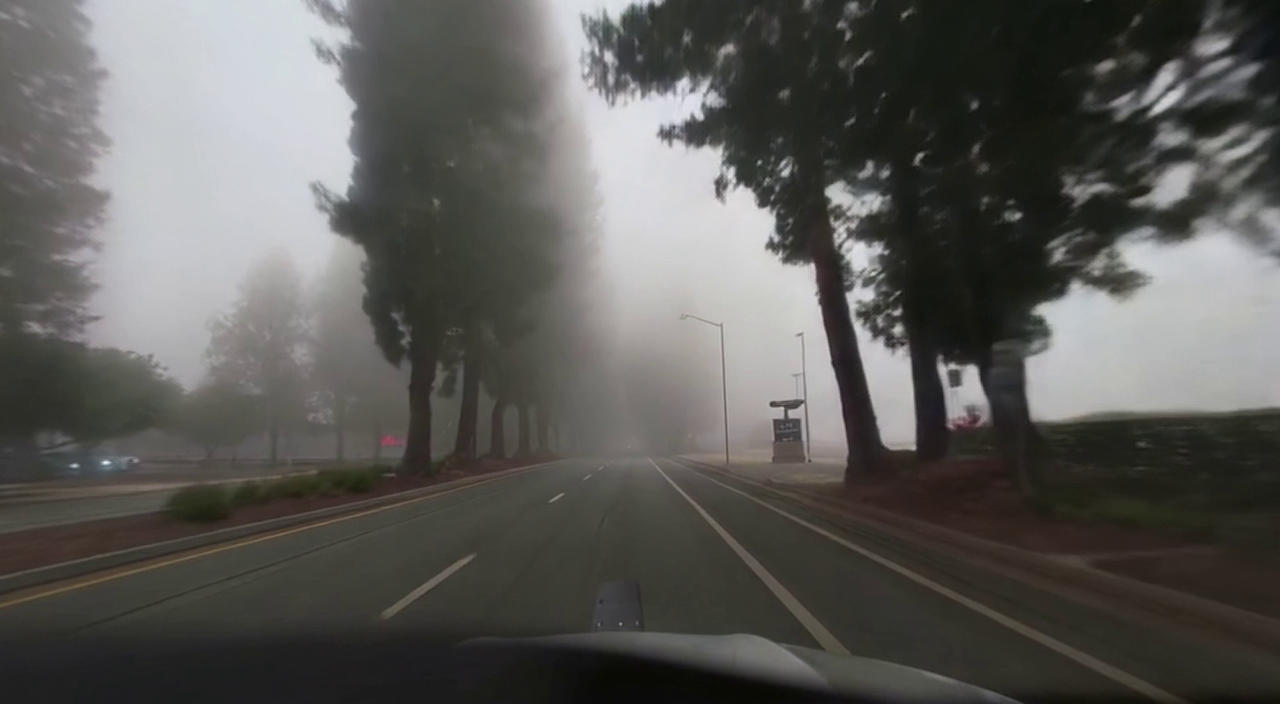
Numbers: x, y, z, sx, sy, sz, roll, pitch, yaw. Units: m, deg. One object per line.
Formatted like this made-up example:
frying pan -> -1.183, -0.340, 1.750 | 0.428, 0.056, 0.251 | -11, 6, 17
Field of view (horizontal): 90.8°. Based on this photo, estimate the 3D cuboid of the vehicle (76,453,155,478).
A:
vehicle -> -39.040, 8.457, 47.173 | 1.957, 1.685, 4.471 | -1, -9, 1

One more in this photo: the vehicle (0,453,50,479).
vehicle -> -47.117, 8.449, 46.981 | 1.994, 1.839, 4.482 | 0, -8, 1

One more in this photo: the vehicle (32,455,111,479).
vehicle -> -41.744, 8.465, 46.536 | 1.943, 1.629, 4.062 | -1, -9, 2
